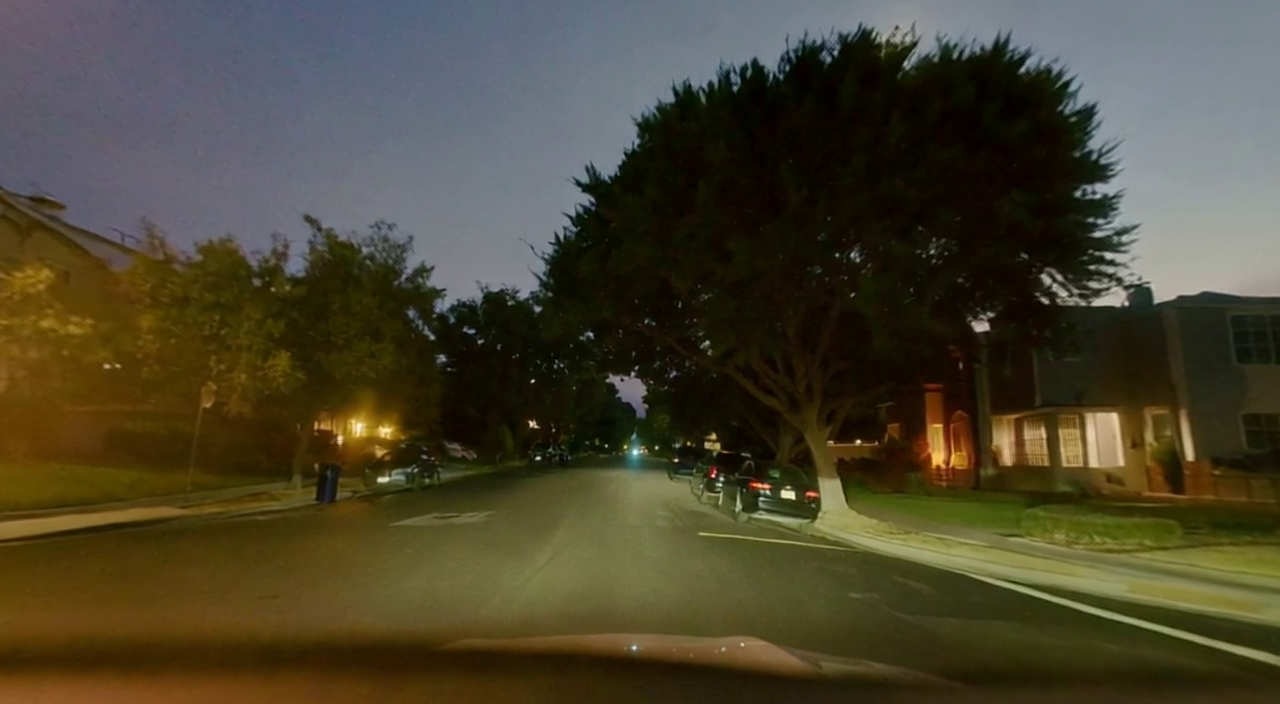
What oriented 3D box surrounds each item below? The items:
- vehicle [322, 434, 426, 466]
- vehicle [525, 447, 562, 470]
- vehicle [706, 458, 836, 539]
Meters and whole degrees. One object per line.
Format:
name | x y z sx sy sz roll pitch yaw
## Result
vehicle | -13.499 5.028 32.308 4.423 1.522 1.961 1 -9 -2
vehicle | -7.472 8.265 49.376 1.988 1.653 4.351 -1 -8 4
vehicle | 2.802 3.243 14.550 1.881 1.487 4.183 1 -9 -3
